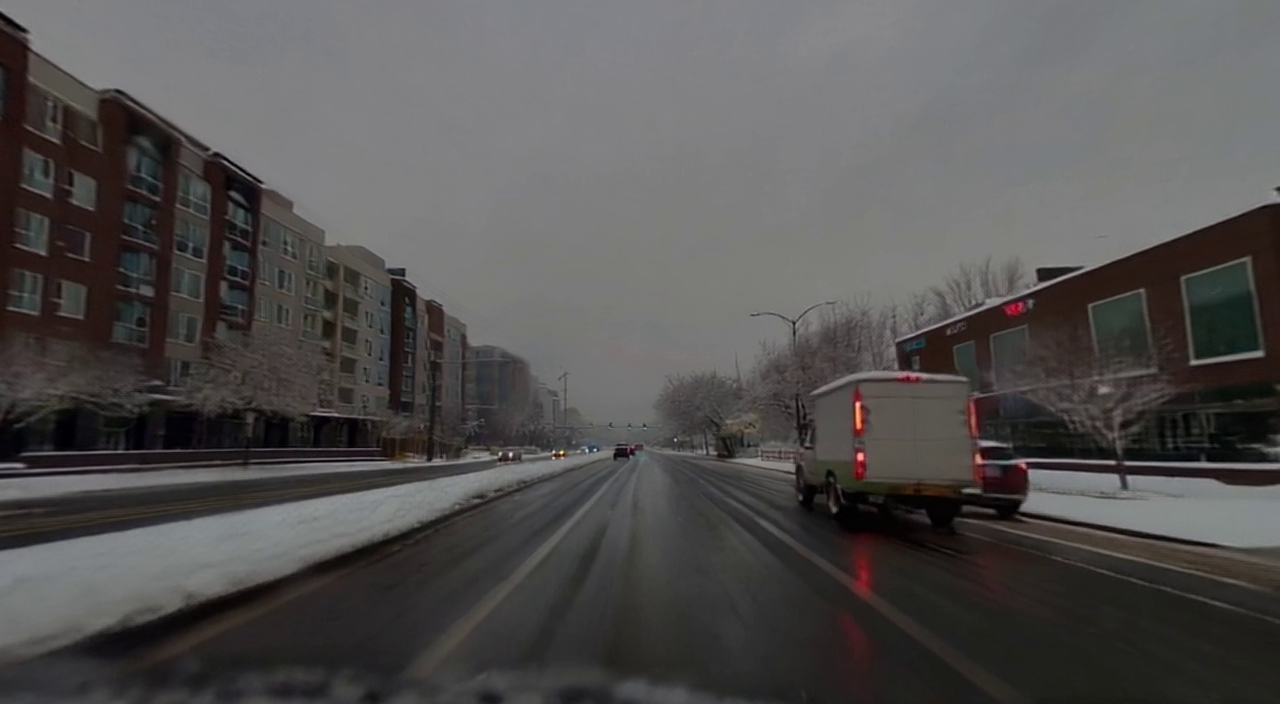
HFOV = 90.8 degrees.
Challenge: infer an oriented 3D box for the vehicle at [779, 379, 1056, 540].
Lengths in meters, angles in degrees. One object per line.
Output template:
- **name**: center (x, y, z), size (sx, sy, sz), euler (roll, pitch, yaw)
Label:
- **vehicle**: center (4.812, 2.044, 12.492), size (2.723, 2.409, 5.869), euler (0, -9, -1)
